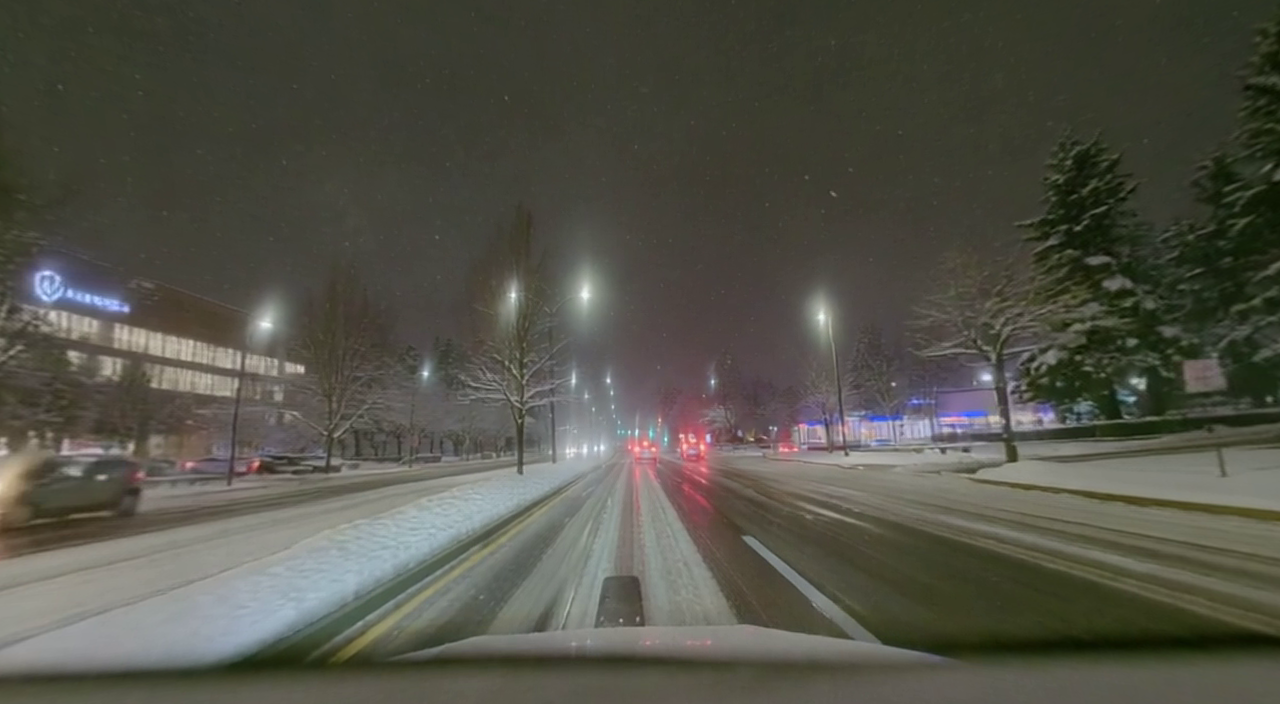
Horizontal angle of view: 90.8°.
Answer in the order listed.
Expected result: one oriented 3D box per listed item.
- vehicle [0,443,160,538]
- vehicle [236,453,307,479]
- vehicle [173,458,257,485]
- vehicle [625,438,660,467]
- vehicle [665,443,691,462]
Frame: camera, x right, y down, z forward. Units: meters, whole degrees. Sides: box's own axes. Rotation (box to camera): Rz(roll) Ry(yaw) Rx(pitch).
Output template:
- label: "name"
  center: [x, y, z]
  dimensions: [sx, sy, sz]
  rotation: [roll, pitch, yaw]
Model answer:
- label: "vehicle"
  center: [-13.045, 2.862, 13.533]
  dimensions: [1.953, 1.778, 4.482]
  rotation: [-1, -8, 0]
- label: "vehicle"
  center: [-25.755, 7.978, 44.399]
  dimensions: [2.051, 1.644, 4.674]
  rotation: [-1, -8, 1]
- label: "vehicle"
  center: [-26.298, 7.371, 39.329]
  dimensions: [1.815, 1.470, 4.581]
  rotation: [-1, -8, 4]
- label: "vehicle"
  center: [0.131, 6.315, 39.863]
  dimensions: [2.100, 1.683, 4.231]
  rotation: [0, -8, 0]
- label: "vehicle"
  center: [2.939, 7.834, 49.427]
  dimensions: [1.685, 1.441, 3.795]
  rotation: [0, -8, -1]
